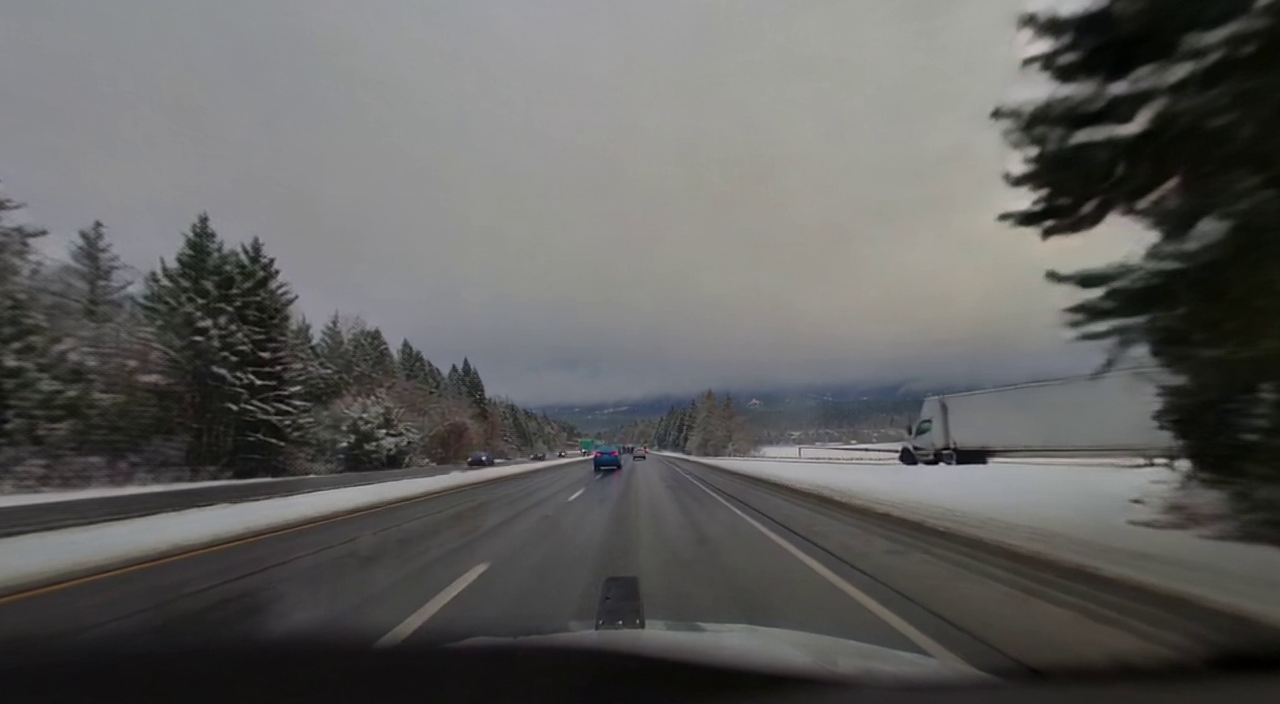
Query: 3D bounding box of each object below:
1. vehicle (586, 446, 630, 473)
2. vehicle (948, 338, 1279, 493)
[{"bbox_3d":[-1.748,6.110,36.149,2.170,1.451,4.584,0,-8,1],"label":"vehicle"},{"bbox_3d":[17.667,2.581,22.982,2.859,4.163,14.784,0,-9,-12],"label":"vehicle"}]
